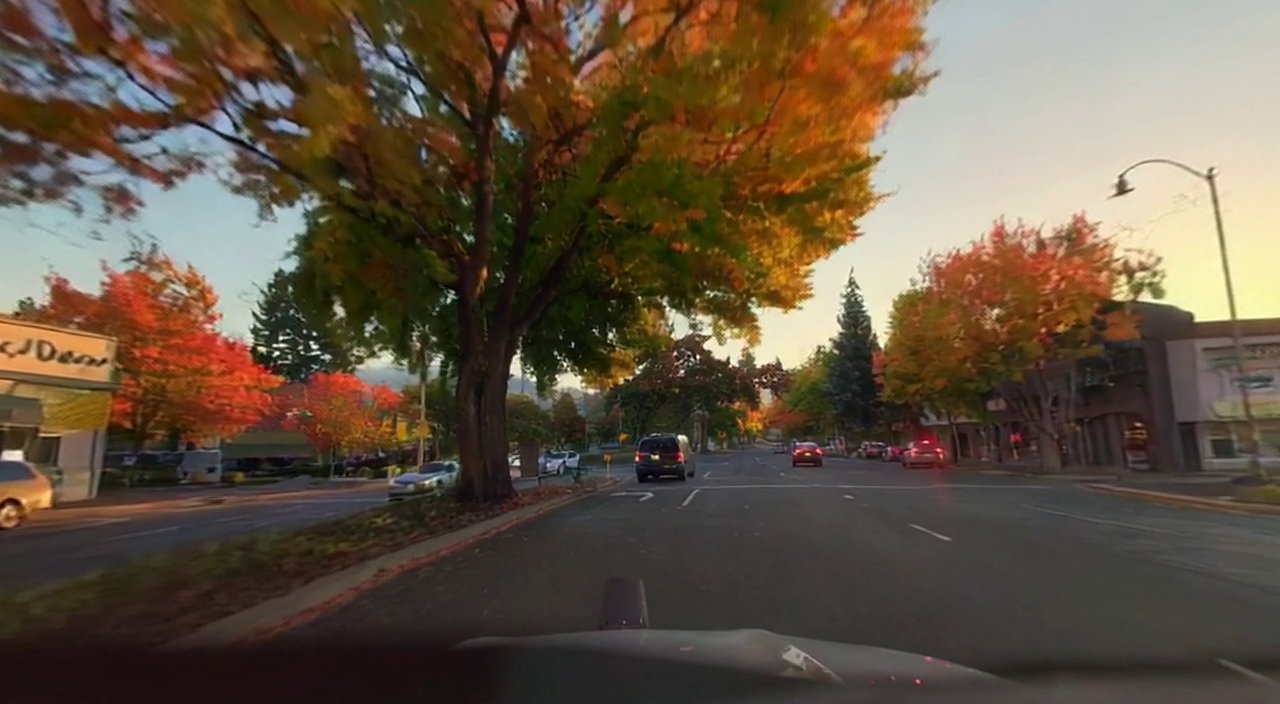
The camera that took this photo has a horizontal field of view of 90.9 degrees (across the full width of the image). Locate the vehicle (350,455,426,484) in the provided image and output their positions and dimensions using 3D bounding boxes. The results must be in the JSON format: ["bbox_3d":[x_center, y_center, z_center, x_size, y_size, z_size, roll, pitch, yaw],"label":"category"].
[{"bbox_3d":[-13.513,6.294,34.114,1.797,1.351,4.300,-2,-8,10],"label":"vehicle"}]

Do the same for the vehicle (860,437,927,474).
[{"bbox_3d":[12.948,5.310,32.527,2.040,1.738,4.414,-1,-8,7],"label":"vehicle"}]

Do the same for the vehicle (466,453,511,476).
[{"bbox_3d":[-11.526,8.564,48.218,1.947,1.558,4.065,-1,-8,7],"label":"vehicle"}]

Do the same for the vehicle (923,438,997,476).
[{"bbox_3d":[16.051,5.273,31.868,2.076,1.759,3.970,-1,-8,8],"label":"vehicle"}]

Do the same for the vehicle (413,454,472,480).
[{"bbox_3d":[-12.493,7.268,40.201,1.877,1.445,4.436,-1,-8,7],"label":"vehicle"}]

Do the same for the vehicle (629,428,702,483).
[{"bbox_3d":[1.095,3.911,24.150,2.344,1.863,4.665,-1,-8,8],"label":"vehicle"}]

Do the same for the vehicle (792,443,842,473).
[{"bbox_3d":[9.320,5.575,33.477,1.886,1.464,4.290,-1,-8,7],"label":"vehicle"}]
